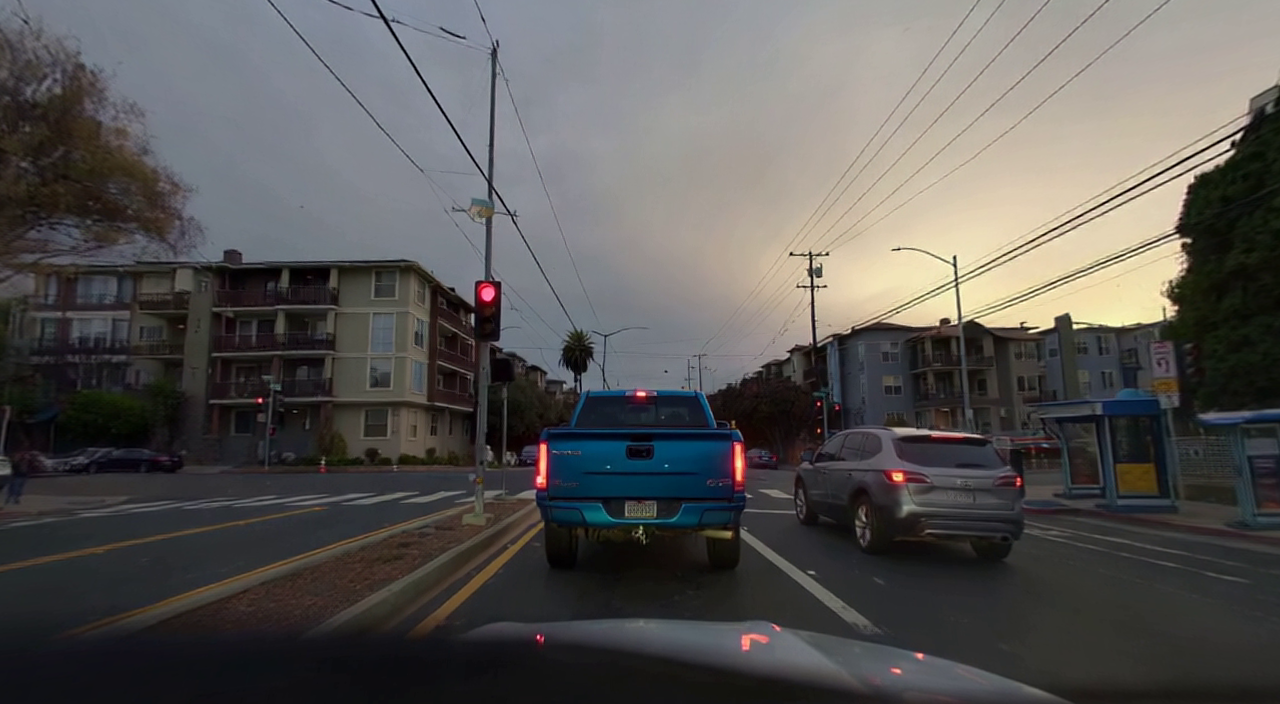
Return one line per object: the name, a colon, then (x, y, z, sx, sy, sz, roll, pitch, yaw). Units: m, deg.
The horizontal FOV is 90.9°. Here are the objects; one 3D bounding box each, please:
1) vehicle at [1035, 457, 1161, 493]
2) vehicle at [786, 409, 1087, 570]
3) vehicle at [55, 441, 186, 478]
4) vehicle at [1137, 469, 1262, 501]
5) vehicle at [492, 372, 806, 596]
vehicle: (21.750, 5.831, 30.031, 4.498, 1.618, 1.843, 0, -8, 0)
vehicle: (3.840, 1.873, 9.423, 2.131, 1.759, 4.762, 0, -8, 0)
vehicle: (-24.874, 5.168, 30.300, 4.563, 1.692, 1.778, 0, -8, -2)
vehicle: (26.406, 6.279, 29.842, 4.071, 1.388, 1.884, 0, -8, 1)
vehicle: (0.109, 1.529, 8.149, 2.738, 1.959, 5.070, 0, -8, 1)
